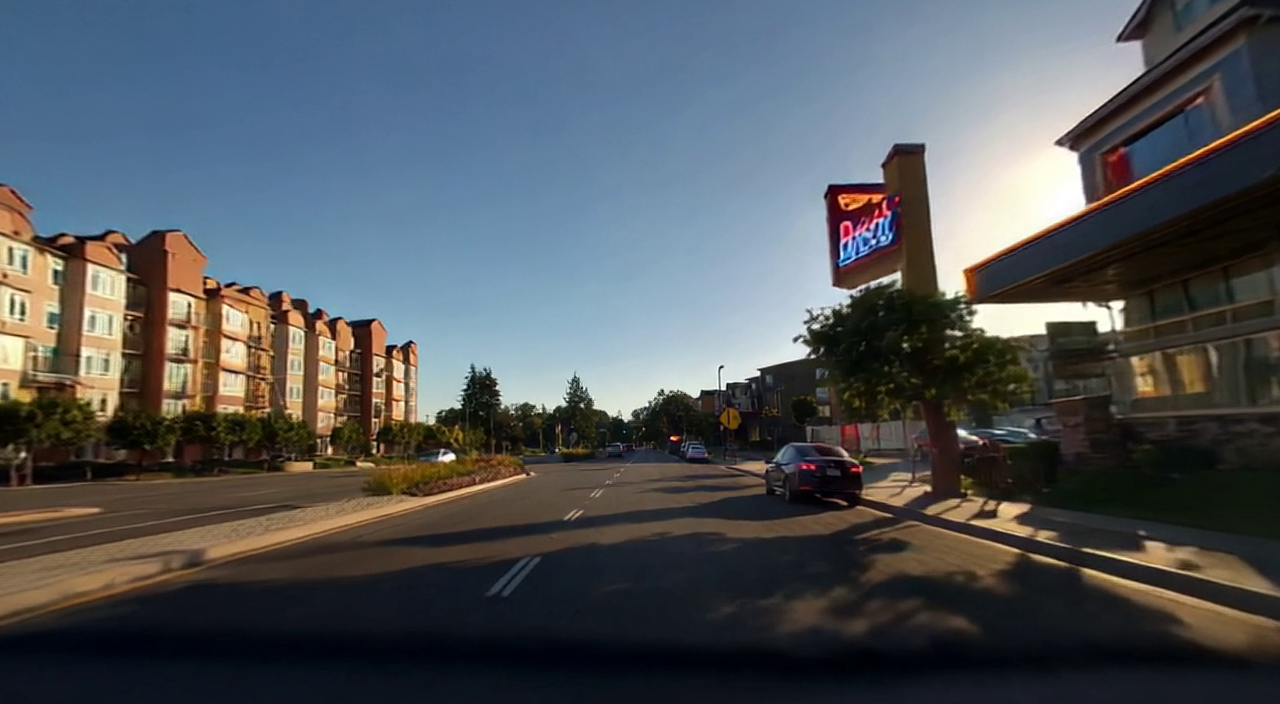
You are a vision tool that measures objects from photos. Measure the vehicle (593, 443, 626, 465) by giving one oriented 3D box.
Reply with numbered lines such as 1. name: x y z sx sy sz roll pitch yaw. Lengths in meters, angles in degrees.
1. vehicle: -2.235 7.626 47.429 2.176 1.543 4.335 0 -8 1

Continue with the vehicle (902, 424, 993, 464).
1. vehicle: 14.973 4.544 31.081 2.202 1.822 4.978 -1 -8 3

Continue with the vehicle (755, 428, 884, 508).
1. vehicle: 4.435 2.933 16.438 2.067 1.755 4.616 0 -8 1

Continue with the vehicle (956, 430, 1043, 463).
1. vehicle: 17.752 4.696 31.374 1.953 1.488 4.129 0 -8 1

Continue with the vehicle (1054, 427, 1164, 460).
1. vehicle: 23.054 4.552 31.261 1.940 1.510 4.595 0 -8 0
